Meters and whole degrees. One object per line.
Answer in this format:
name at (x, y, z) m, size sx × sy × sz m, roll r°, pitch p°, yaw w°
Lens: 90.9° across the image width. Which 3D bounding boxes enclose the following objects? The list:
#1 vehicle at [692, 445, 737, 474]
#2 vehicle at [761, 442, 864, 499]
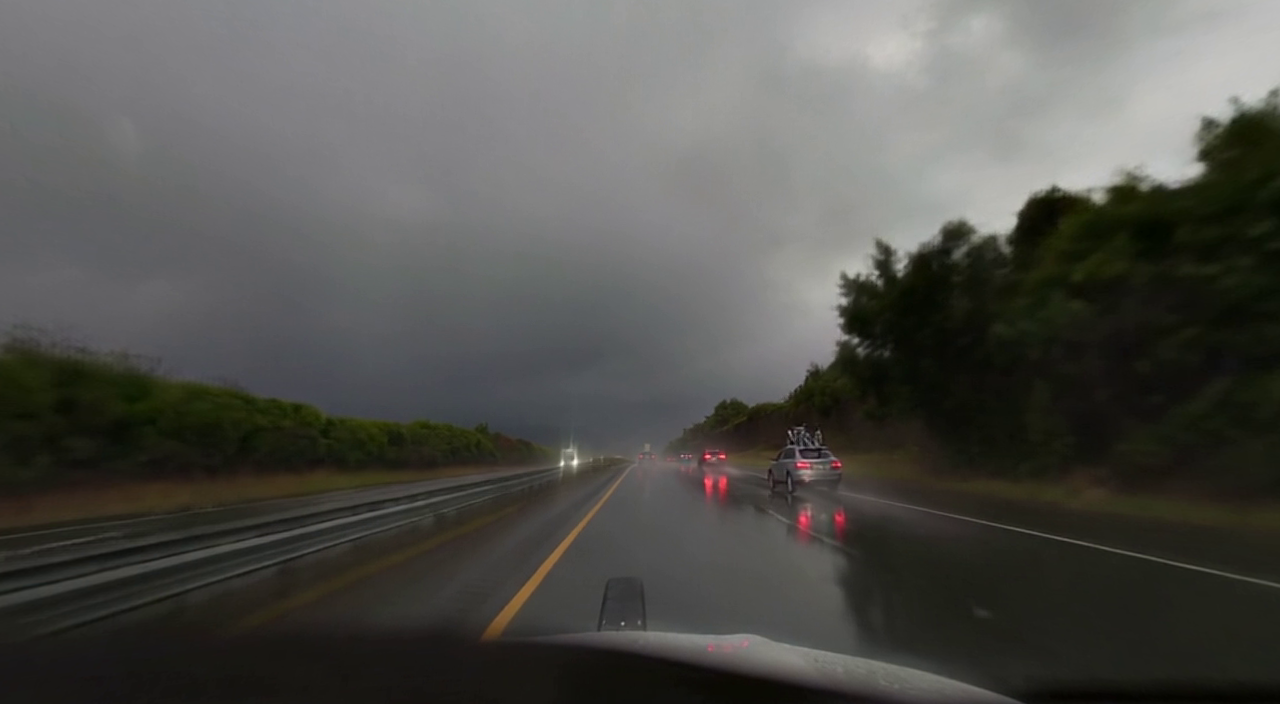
vehicle at (4.470, 6.543, 38.478) m, size 2.122 × 1.662 × 4.392 m, roll 0°, pitch -9°, yaw 0°
vehicle at (5.050, 3.502, 18.975) m, size 1.964 × 1.513 × 3.707 m, roll 0°, pitch -9°, yaw -1°
